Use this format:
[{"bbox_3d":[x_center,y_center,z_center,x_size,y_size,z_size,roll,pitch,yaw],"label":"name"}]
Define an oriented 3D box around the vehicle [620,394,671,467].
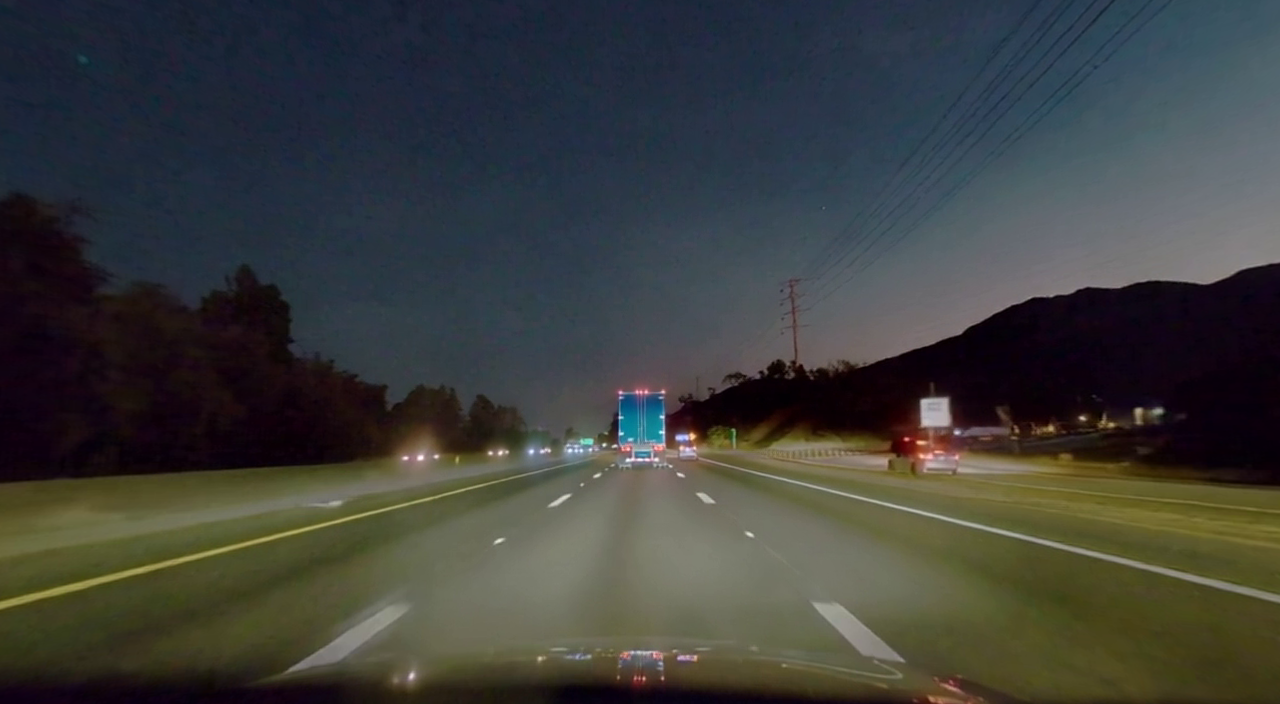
[{"bbox_3d":[0.249,5.333,41.769,2.919,4.101,11.541,0,-9,-1],"label":"vehicle"}]
